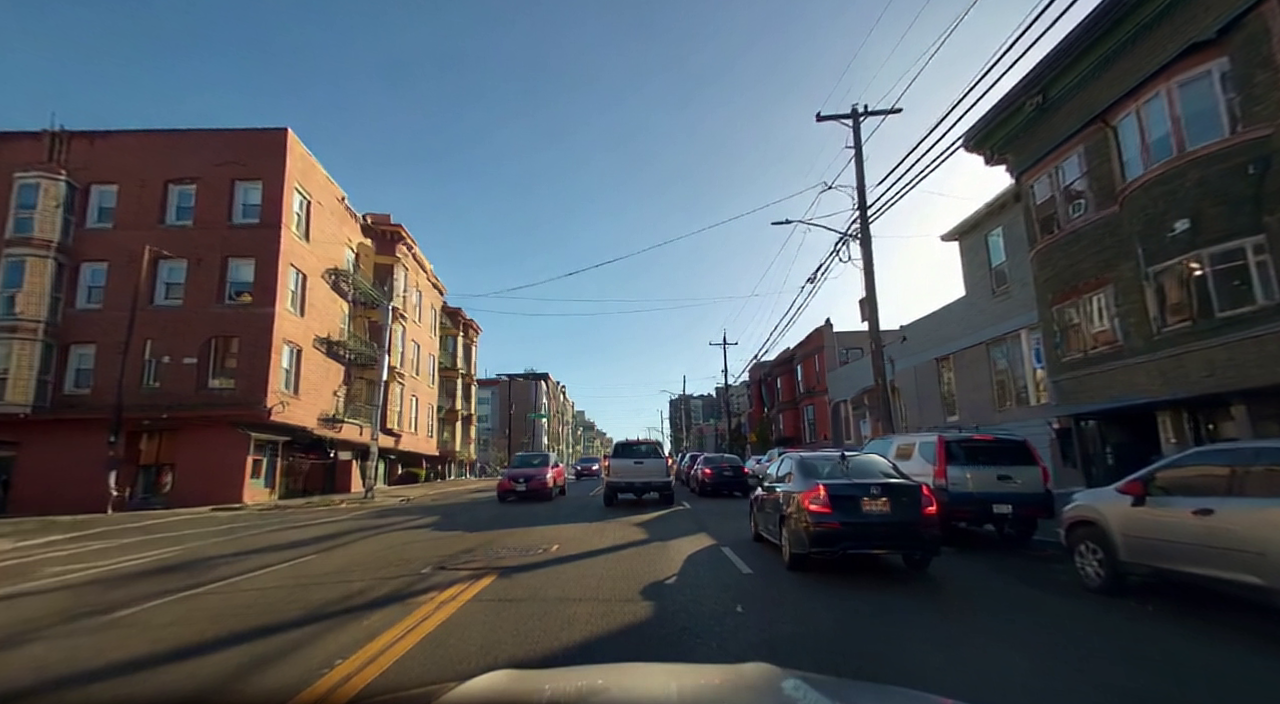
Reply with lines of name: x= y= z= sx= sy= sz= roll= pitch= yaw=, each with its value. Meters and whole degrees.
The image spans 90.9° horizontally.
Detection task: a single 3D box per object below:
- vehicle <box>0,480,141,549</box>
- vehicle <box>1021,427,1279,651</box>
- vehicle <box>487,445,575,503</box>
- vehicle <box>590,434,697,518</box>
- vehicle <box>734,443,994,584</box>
vehicle: x=-17.625 y=4.849 z=18.502 sx=4.298 sy=1.440 sz=1.997 roll=-8 pitch=-8 yaw=-2
vehicle: x=5.533 y=1.446 z=5.207 sx=1.931 sy=1.585 sz=4.387 roll=0 pitch=-9 yaw=-1
vehicle: x=-3.486 y=3.978 z=21.067 sx=2.112 sy=1.705 sz=4.365 roll=0 pitch=-8 yaw=1
vehicle: x=0.042 y=2.892 z=15.240 sx=2.232 sy=1.736 sz=4.036 roll=0 pitch=-8 yaw=-1
vehicle: x=2.697 y=2.037 z=8.924 sx=2.029 sy=1.460 sz=4.451 roll=0 pitch=-8 yaw=0
